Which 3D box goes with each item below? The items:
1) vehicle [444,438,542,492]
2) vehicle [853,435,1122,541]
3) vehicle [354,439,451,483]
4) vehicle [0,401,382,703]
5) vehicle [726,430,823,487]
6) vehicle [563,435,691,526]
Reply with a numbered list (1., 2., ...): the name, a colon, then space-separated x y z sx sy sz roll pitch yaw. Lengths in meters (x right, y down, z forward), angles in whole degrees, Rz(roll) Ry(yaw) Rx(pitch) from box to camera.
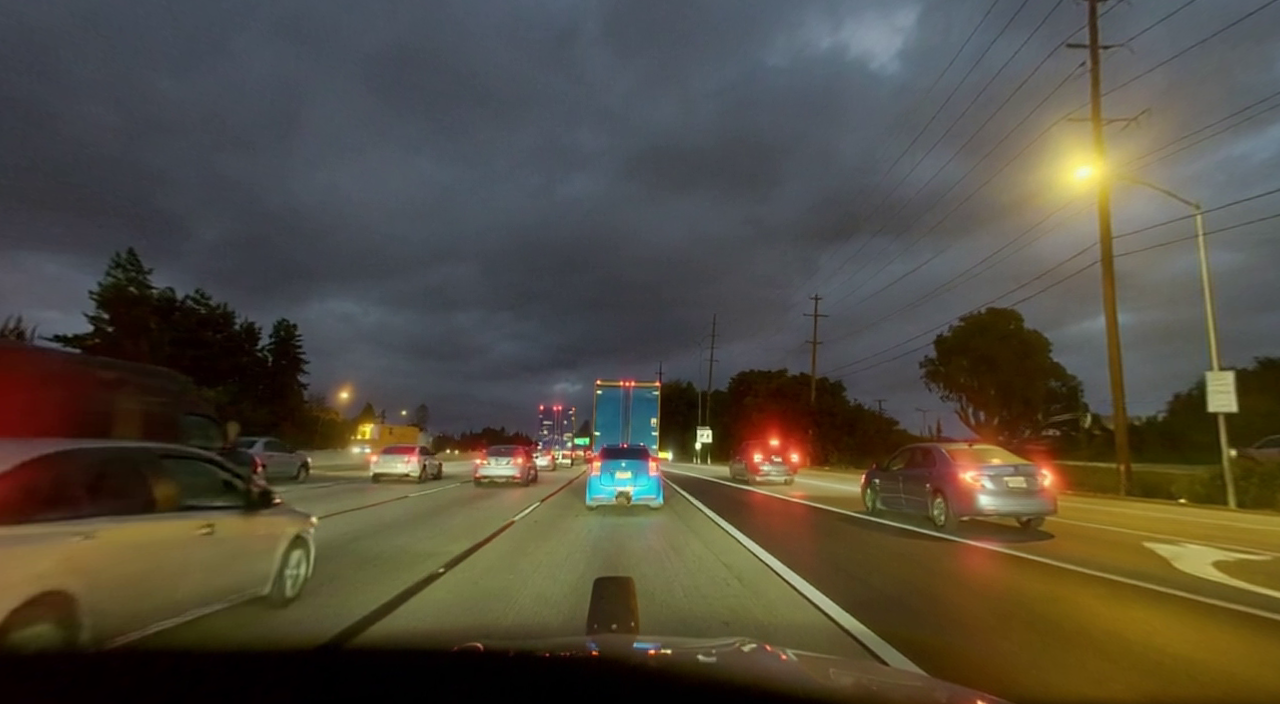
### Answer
1. vehicle: -4.411 3.498 19.883 1.960 1.450 5.246 0 -9 -2
2. vehicle: 5.440 2.156 10.686 1.878 1.406 4.164 1 -9 -6
3. vehicle: -8.841 4.081 23.986 1.988 1.472 4.852 0 -9 -3
4. vehicle: -3.762 1.161 3.982 2.235 1.472 4.860 0 -9 0
5. vehicle: 4.322 3.507 21.045 2.023 1.676 4.002 1 -9 -6
6. vehicle: -0.312 2.430 12.479 2.112 1.463 4.012 0 -9 -3
